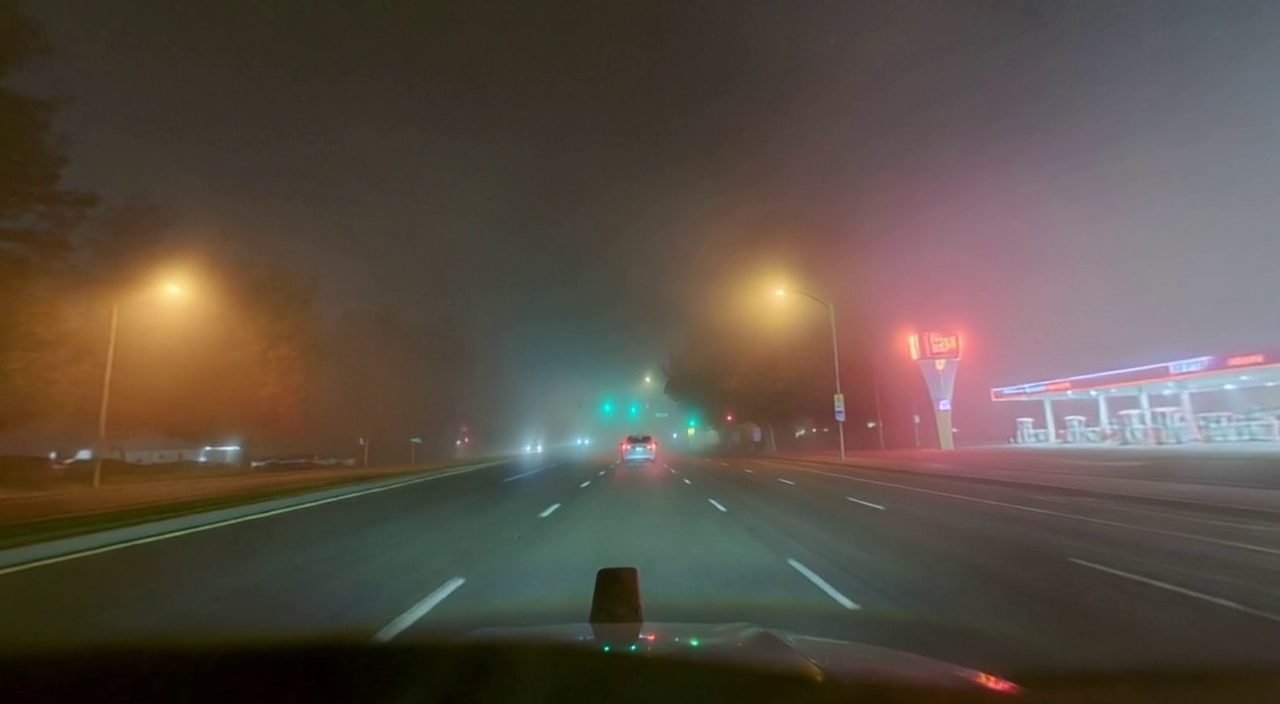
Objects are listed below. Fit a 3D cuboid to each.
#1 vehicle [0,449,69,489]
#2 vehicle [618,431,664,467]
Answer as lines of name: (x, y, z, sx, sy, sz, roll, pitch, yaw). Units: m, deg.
vehicle: (-28.704, 5.305, 28.845, 4.749, 1.666, 1.859, -4, -9, 24)
vehicle: (0.031, 4.968, 32.359, 2.213, 1.715, 4.242, 0, -8, -1)
